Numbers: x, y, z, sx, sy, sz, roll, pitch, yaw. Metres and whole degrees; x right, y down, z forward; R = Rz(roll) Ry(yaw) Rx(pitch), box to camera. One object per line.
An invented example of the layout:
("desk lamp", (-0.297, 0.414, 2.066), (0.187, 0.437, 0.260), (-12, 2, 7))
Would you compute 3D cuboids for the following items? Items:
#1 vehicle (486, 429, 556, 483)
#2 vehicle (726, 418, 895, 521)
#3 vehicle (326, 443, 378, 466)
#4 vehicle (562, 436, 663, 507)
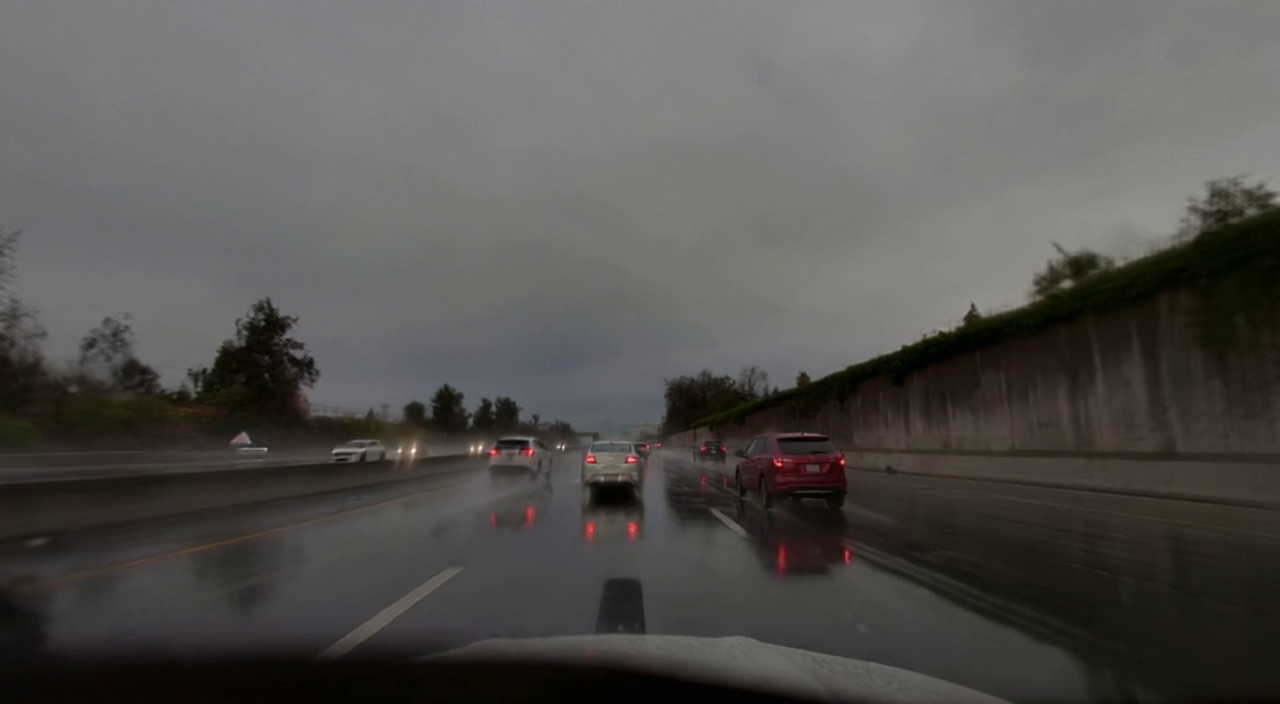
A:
("vehicle", (-4.638, 4.149, 25.380), (1.983, 1.948, 4.822), (0, -9, -1))
("vehicle", (3.343, 2.423, 13.580), (2.162, 1.800, 4.693), (0, -9, -2))
("vehicle", (-19.526, 6.949, 43.001), (1.802, 1.481, 3.919), (0, -9, -2))
("vehicle", (-0.630, 2.803, 15.278), (2.098, 1.475, 3.997), (0, -9, -2))
